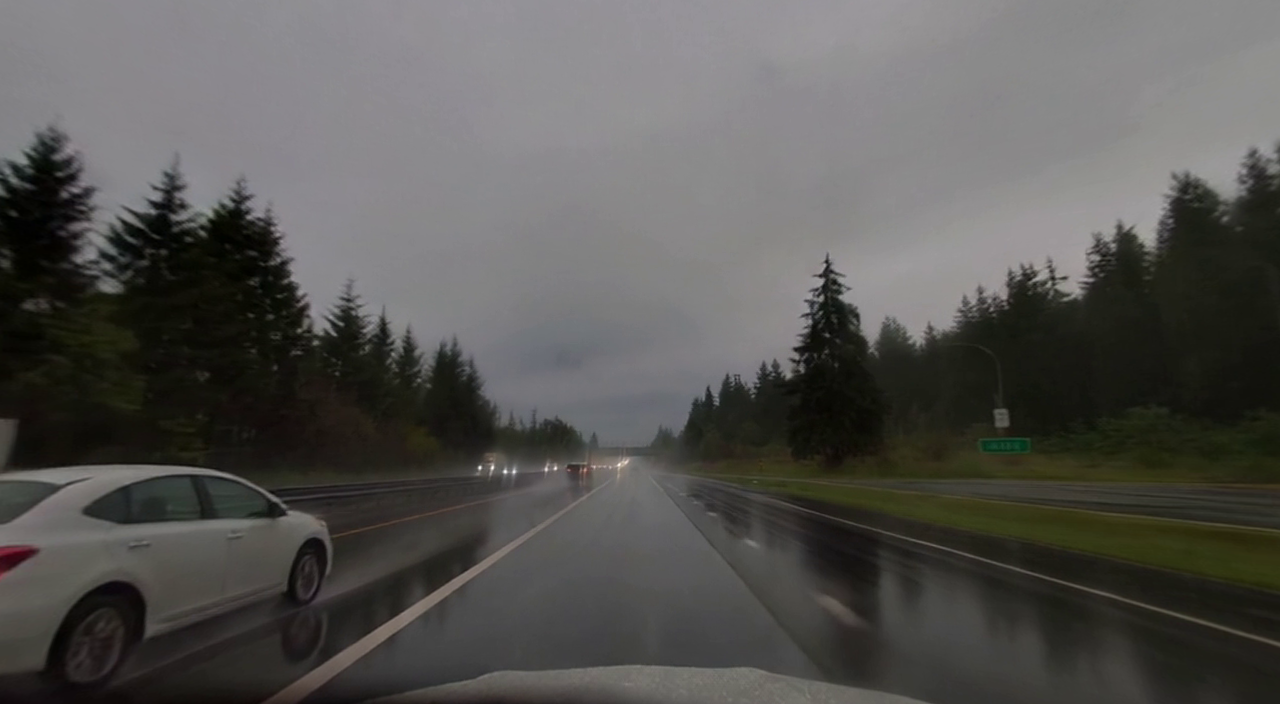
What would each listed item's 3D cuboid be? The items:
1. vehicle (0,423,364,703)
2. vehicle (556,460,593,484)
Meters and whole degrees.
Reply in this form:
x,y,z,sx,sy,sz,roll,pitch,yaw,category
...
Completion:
x,y,z,sx,sy,sz,roll,pitch,yaw,category
-3.864,1.284,4.201,1.998,1.427,4.462,1,-11,0,vehicle
-4.502,8.366,43.988,2.126,1.488,4.186,1,-11,0,vehicle
